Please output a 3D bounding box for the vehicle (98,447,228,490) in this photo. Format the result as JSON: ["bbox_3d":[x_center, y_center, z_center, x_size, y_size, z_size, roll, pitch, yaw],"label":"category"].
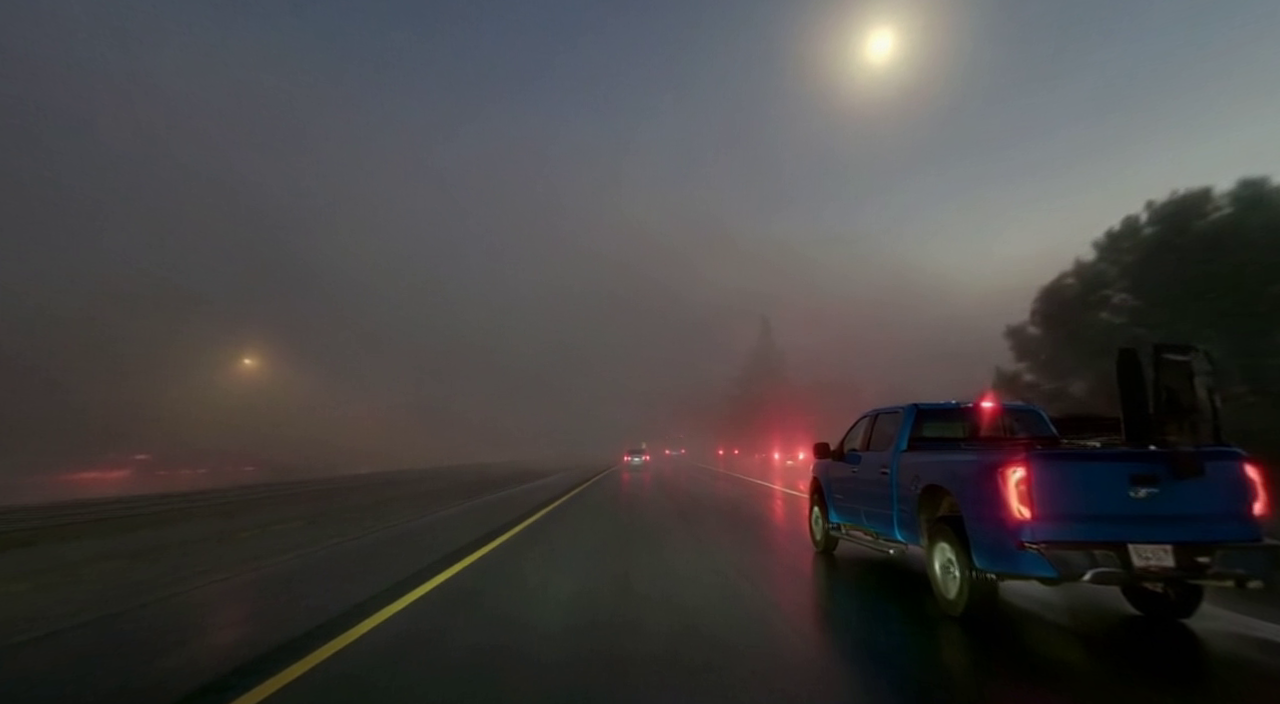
[{"bbox_3d":[-21.414,5.221,28.603,2.082,1.753,4.783,0,-9,1],"label":"vehicle"}]

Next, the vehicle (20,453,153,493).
[{"bbox_3d":[-25.119,5.457,28.841,1.927,1.614,4.512,0,-9,1],"label":"vehicle"}]

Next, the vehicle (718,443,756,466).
[{"bbox_3d":[7.443,7.916,48.755,2.189,1.704,4.521,0,-9,0],"label":"vehicle"}]

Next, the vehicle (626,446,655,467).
[{"bbox_3d":[0.055,7.695,46.584,2.030,1.473,3.926,0,-9,0],"label":"vehicle"}]

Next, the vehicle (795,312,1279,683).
[{"bbox_3d":[3.472,1.210,6.379,2.354,2.079,5.586,0,-9,0],"label":"vehicle"}]
